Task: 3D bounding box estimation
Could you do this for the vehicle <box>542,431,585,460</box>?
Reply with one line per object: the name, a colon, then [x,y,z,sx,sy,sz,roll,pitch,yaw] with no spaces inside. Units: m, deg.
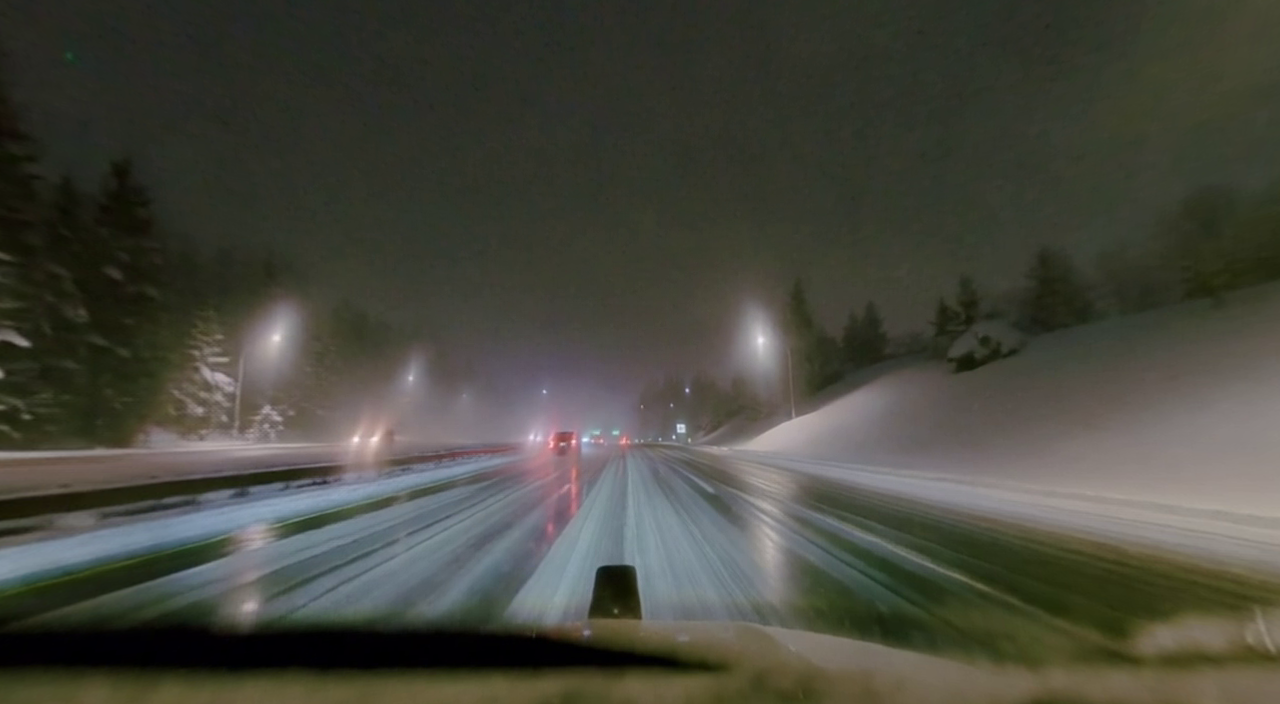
vehicle: [-4.424,5.513,37.196,2.062,1.591,4.156,0,-8,-1]
